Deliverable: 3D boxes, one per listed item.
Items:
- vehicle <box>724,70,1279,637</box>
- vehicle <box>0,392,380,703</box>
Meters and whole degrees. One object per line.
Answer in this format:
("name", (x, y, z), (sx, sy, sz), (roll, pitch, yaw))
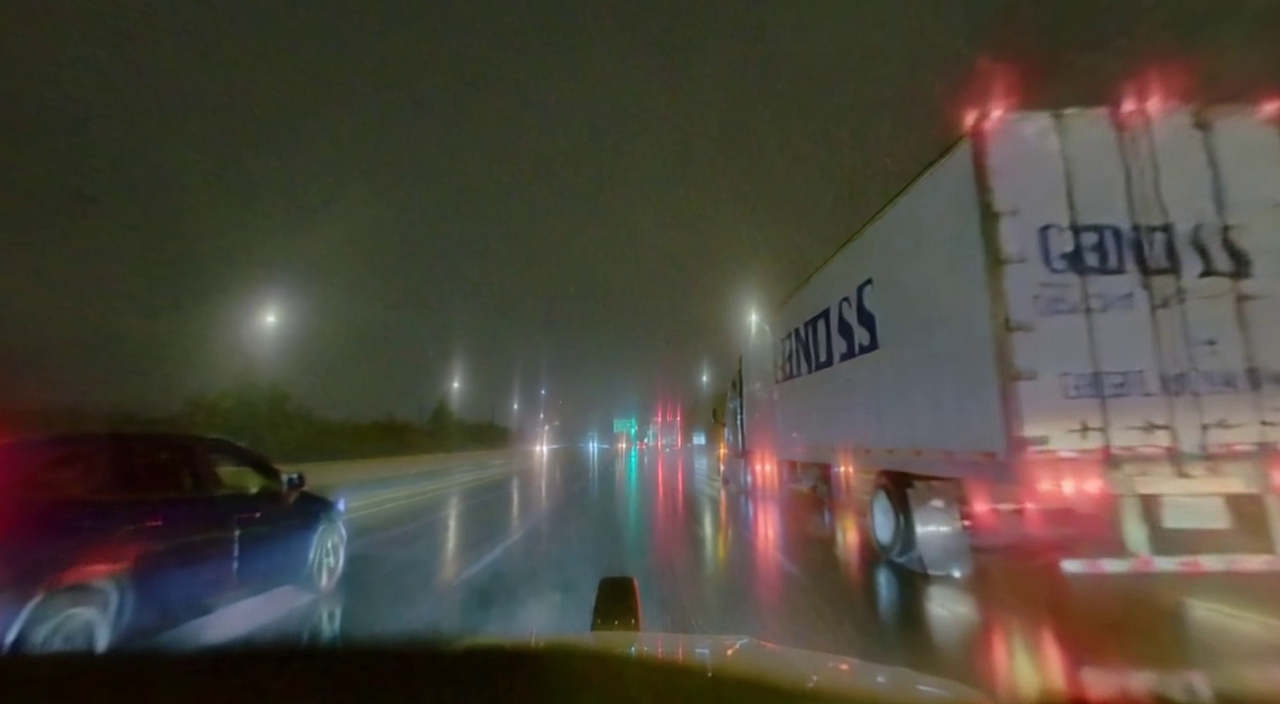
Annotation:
("vehicle", (4.238, 0.902, 11.733), (2.976, 4.064, 14.619), (0, -8, -1))
("vehicle", (-3.479, 1.143, 3.920), (1.990, 1.520, 4.100), (0, -8, 0))
